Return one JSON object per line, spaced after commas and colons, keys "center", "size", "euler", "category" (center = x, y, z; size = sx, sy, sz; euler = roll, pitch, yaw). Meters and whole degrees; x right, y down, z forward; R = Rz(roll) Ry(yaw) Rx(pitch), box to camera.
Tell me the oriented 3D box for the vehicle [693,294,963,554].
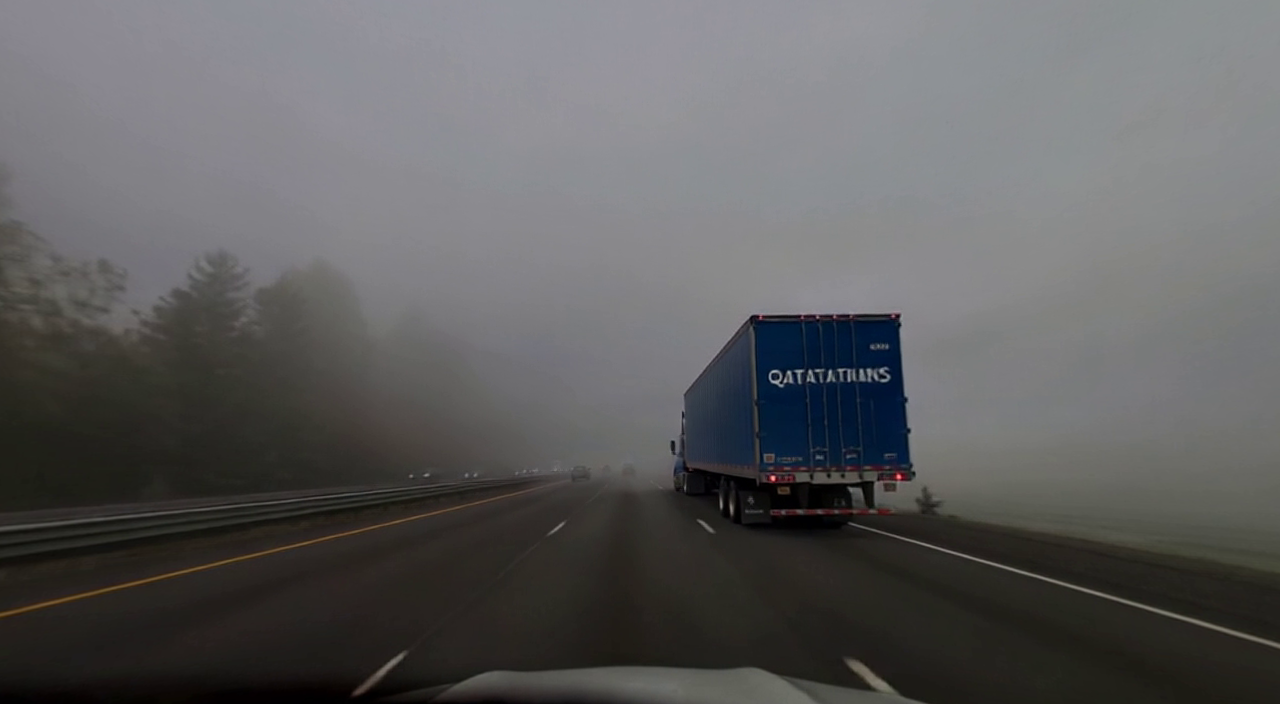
{"center": [3.331, 2.037, 15.148], "size": [2.871, 4.032, 10.642], "euler": [1, -10, -2], "category": "vehicle"}
